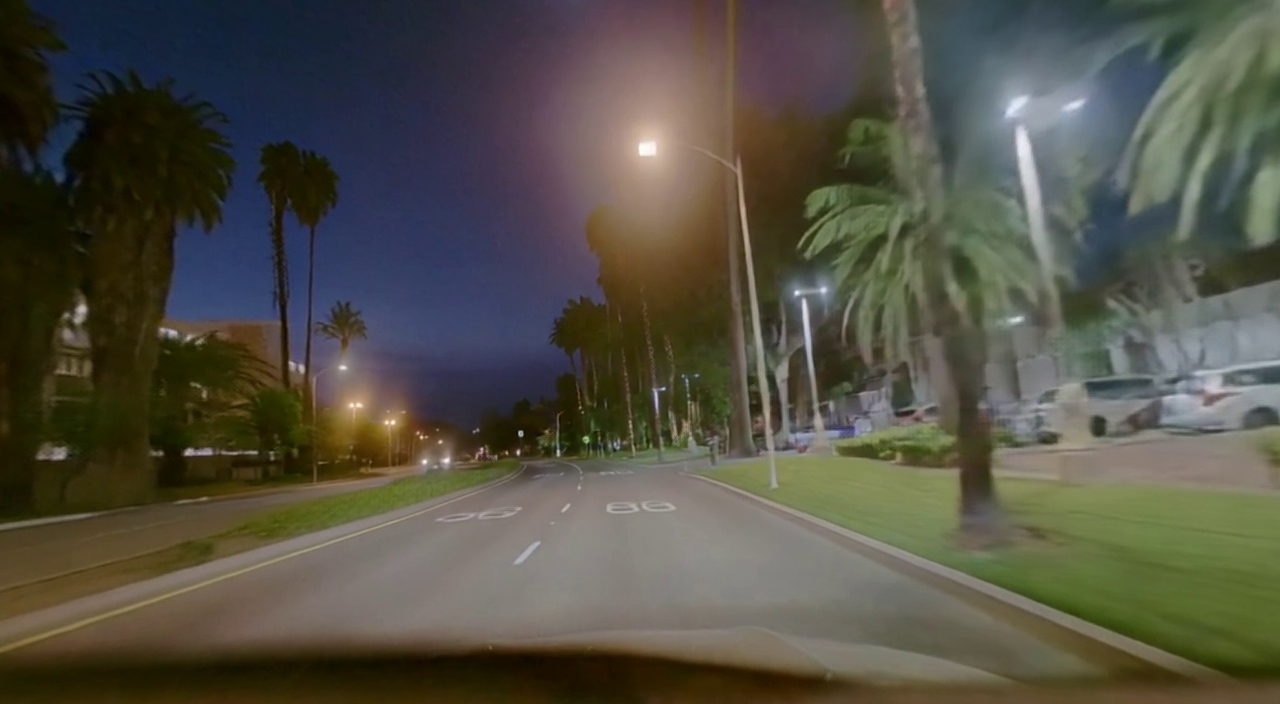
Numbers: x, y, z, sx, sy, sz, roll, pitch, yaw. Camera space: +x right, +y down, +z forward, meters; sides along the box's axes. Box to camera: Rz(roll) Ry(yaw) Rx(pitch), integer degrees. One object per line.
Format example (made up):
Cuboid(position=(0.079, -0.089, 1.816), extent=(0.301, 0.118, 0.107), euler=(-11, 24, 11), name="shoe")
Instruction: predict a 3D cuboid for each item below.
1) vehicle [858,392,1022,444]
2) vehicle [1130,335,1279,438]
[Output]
Cuboid(position=(10.323, 2.328, 21.872), extent=(4.636, 1.695, 2.025), euler=(0, -8, -1), name="vehicle")
Cuboid(position=(11.526, 0.679, 11.089), extent=(3.948, 1.625, 2.089), euler=(0, -8, 0), name="vehicle")
